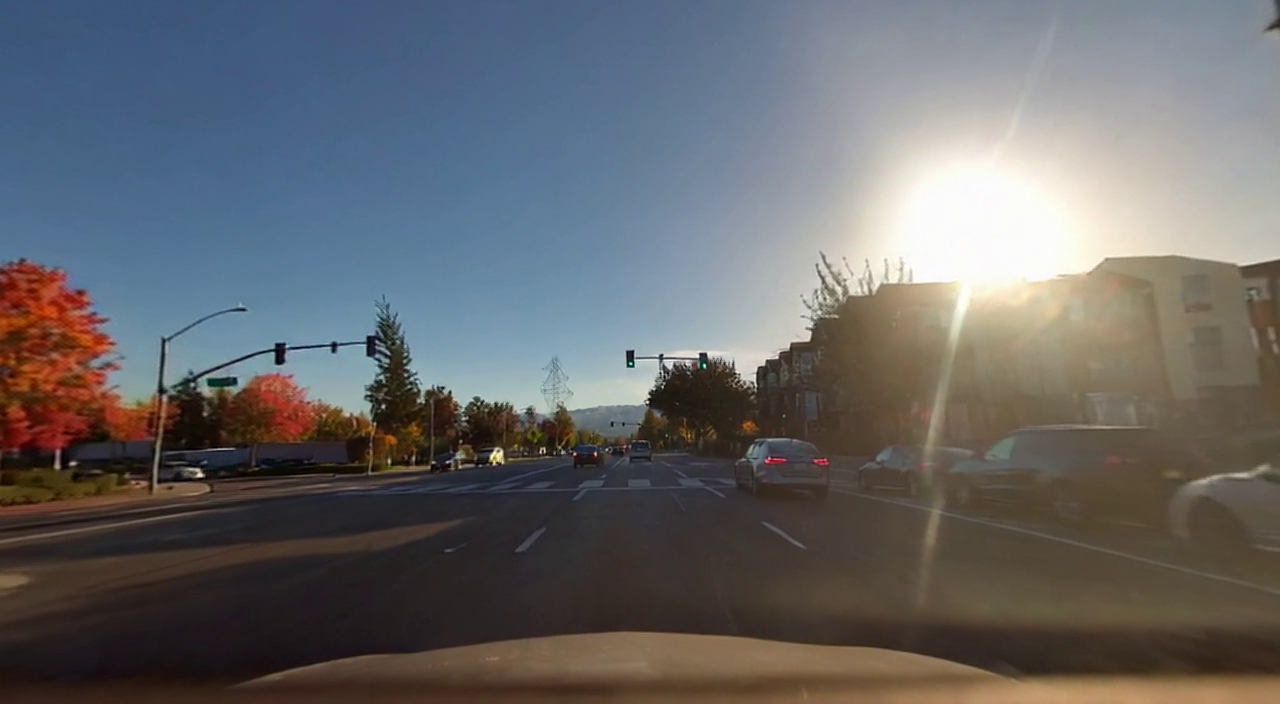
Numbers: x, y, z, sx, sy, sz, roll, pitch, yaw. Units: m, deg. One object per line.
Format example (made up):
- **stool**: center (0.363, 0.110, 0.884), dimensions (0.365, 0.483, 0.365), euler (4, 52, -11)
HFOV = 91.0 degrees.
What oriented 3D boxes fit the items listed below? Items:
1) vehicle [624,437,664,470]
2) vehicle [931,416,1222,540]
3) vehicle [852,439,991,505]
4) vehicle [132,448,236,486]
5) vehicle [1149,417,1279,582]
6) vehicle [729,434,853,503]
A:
- **vehicle**: center (0.204, 6.188, 38.580), dimensions (2.239, 1.856, 4.815), euler (0, -9, -1)
- **vehicle**: center (7.150, 2.098, 11.071), dimensions (1.934, 1.723, 4.414), euler (0, -9, 0)
- **vehicle**: center (7.198, 3.083, 16.590), dimensions (1.852, 1.494, 3.850), euler (0, -9, 0)
- **vehicle**: center (-35.136, 8.859, 48.627), dimensions (5.947, 2.769, 2.763), euler (-1, -9, 6)
- **vehicle**: center (7.192, 1.358, 5.604), dimensions (1.876, 1.598, 4.171), euler (0, -9, 2)
- **vehicle**: center (3.736, 2.984, 16.488), dimensions (2.178, 1.546, 4.311), euler (0, -9, 0)
